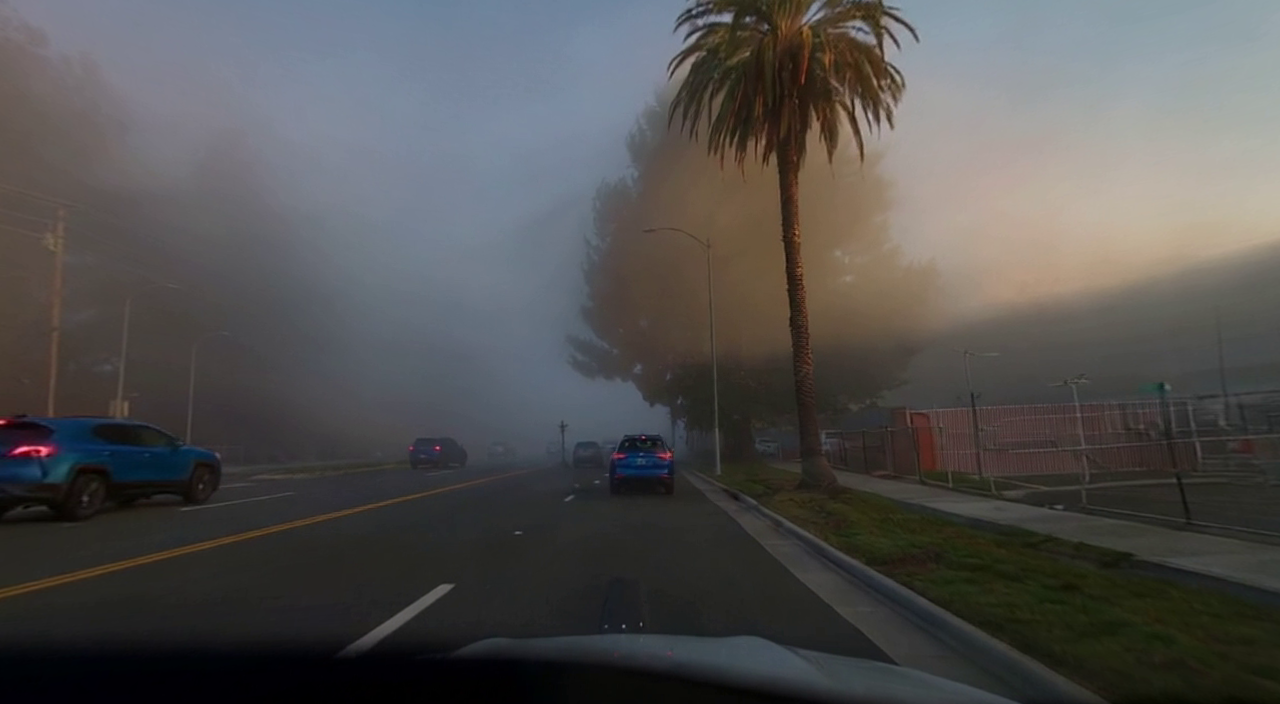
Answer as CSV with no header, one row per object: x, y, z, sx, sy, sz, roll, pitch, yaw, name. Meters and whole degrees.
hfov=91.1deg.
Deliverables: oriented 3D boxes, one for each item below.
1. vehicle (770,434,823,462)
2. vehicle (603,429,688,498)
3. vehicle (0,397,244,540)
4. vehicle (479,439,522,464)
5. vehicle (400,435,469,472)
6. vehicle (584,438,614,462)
8.421,5.119,33.553,1.837,1.416,3.947,-4,-9,27,vehicle
0.182,3.076,17.695,2.121,1.710,3.893,0,-8,1,vehicle
-9.902,1.966,11.103,2.269,1.934,5.350,0,-8,0,vehicle
-10.345,7.449,46.991,1.998,1.731,4.952,0,-8,1,vehicle
-10.417,5.194,32.195,1.965,1.743,4.327,0,-8,1,vehicle
-3.191,7.791,49.941,2.077,1.832,4.706,0,-8,0,vehicle
